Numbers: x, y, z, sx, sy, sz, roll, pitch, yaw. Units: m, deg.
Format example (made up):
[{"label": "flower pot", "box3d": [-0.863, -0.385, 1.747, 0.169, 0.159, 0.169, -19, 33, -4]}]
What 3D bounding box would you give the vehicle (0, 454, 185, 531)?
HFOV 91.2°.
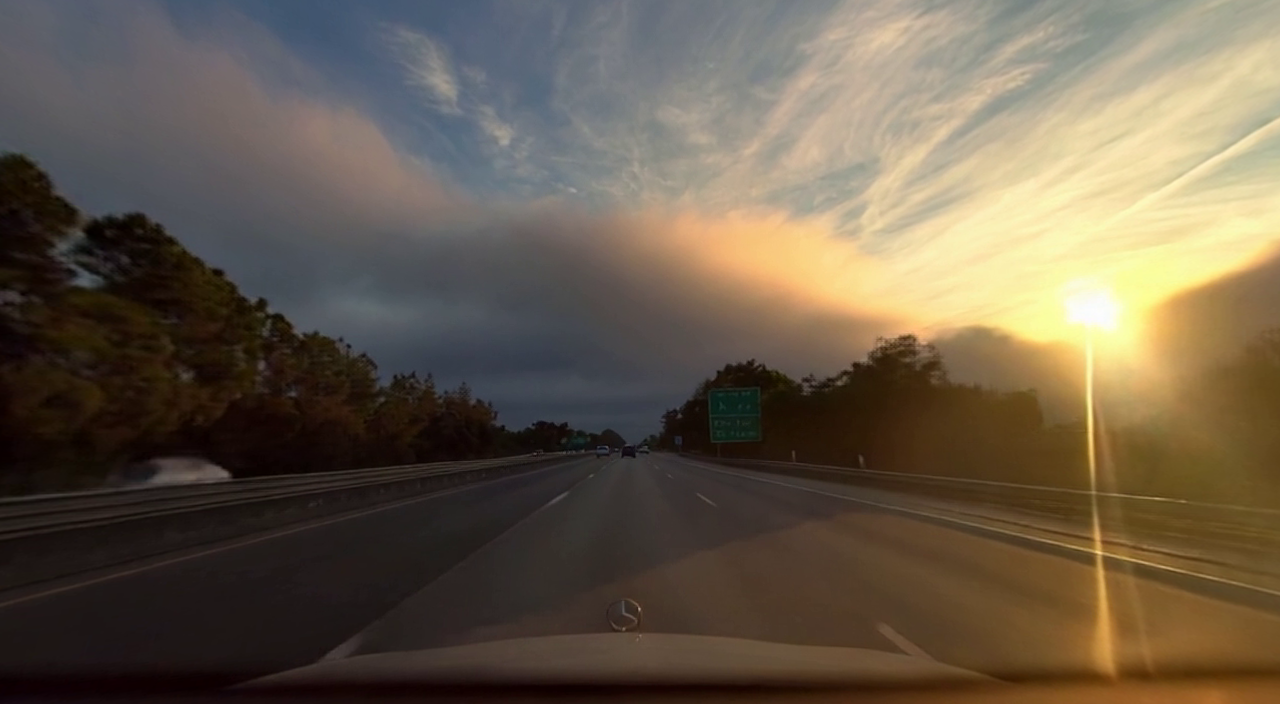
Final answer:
[{"label": "vehicle", "box3d": [-14.016, 3.413, 15.780, 1.901, 1.609, 4.273, 0, -9, -1]}]
